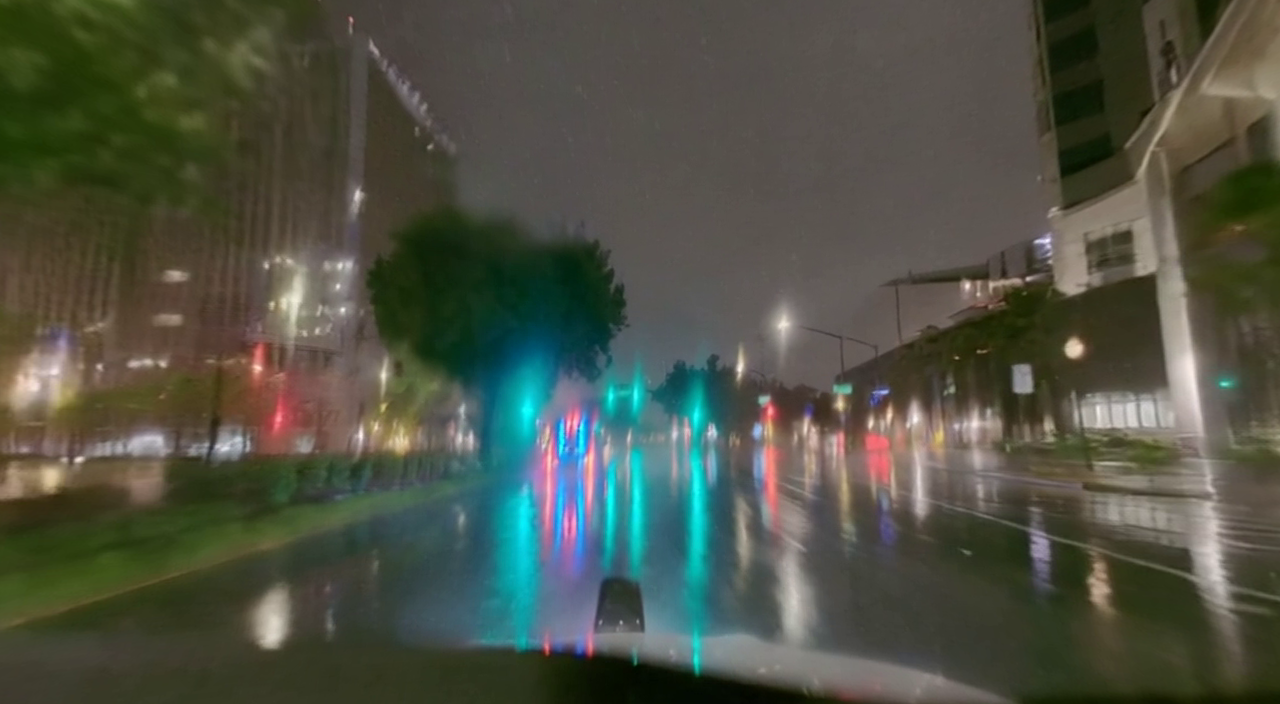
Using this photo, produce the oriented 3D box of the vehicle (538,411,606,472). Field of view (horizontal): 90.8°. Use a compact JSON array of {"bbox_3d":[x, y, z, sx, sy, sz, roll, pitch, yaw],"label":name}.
[{"bbox_3d":[-3.264,4.508,31.863,2.633,2.787,5.796,0,-8,2],"label":"vehicle"}]
